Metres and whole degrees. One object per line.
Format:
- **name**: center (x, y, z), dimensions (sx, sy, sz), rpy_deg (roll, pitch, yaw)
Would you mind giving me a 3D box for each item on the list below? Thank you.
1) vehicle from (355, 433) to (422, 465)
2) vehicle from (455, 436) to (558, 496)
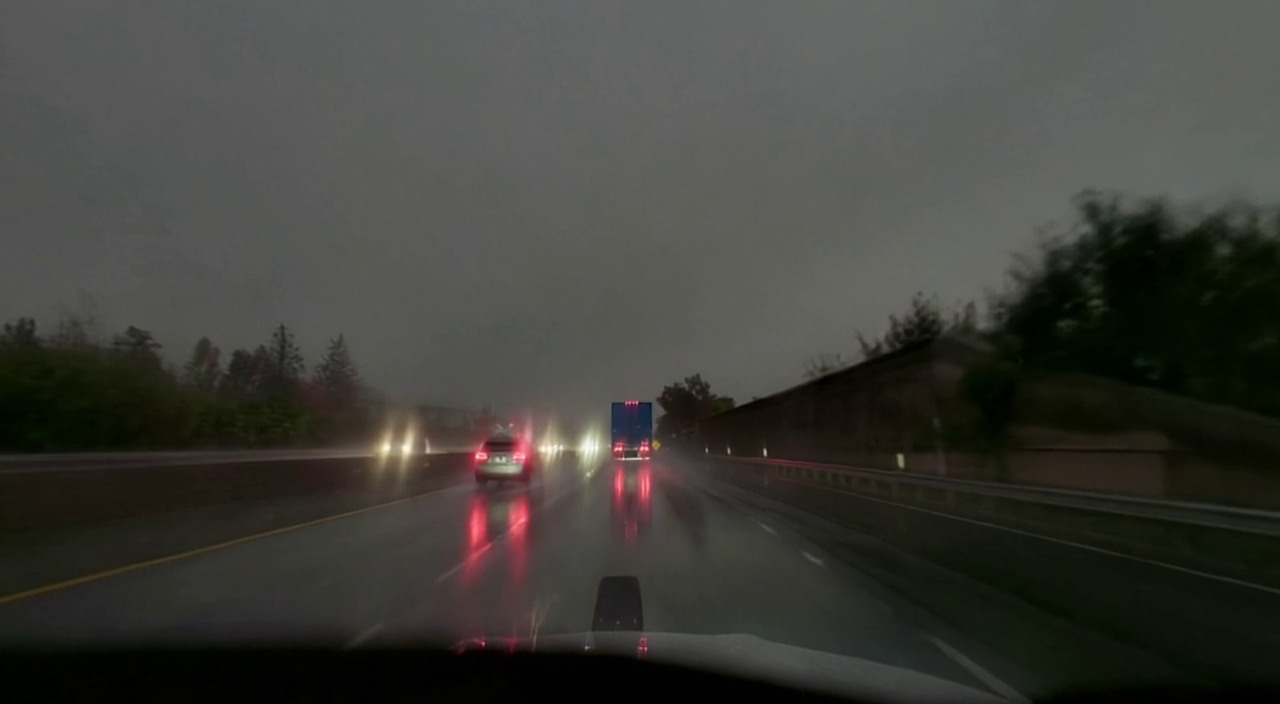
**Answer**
- **vehicle**: center (-13.969, 5.442, 35.058), dimensions (1.983, 1.629, 4.311), rpy_deg (0, -9, 0)
- **vehicle**: center (-3.744, 3.298, 18.448), dimensions (2.057, 1.519, 4.372), rpy_deg (0, -9, 1)
